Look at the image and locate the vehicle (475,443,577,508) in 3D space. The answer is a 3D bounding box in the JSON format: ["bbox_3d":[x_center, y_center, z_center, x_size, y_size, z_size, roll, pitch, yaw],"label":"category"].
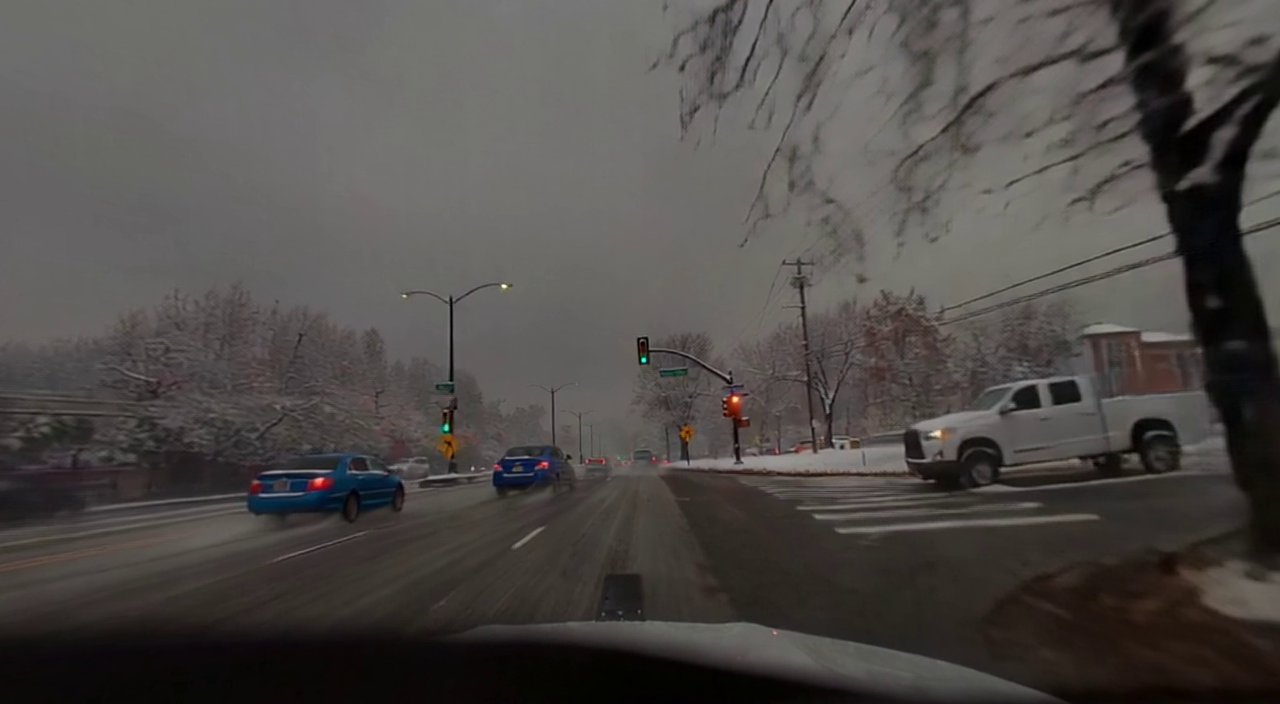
[{"bbox_3d":[-3.211,3.548,18.730,2.085,1.663,4.513,0,-8,1],"label":"vehicle"}]

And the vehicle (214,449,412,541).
[{"bbox_3d":[-6.717,2.918,13.596,1.932,1.596,4.247,0,-8,1],"label":"vehicle"}]

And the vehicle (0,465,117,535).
[{"bbox_3d":[-19.194,4.476,19.304,2.031,1.818,4.887,0,-8,0],"label":"vehicle"}]

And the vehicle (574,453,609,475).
[{"bbox_3d":[-3.513,8.195,46.242,2.068,1.482,4.490,0,-8,2],"label":"vehicle"}]

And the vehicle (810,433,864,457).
[{"bbox_3d":[15.032,7.162,48.272,1.826,1.474,4.254,-1,-11,-14],"label":"vehicle"}]

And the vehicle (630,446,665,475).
[{"bbox_3d":[0.427,7.006,40.872,2.144,1.704,4.028,0,-8,-1],"label":"vehicle"}]

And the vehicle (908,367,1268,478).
[{"bbox_3d":[9.959,1.671,14.444,6.464,2.280,2.483,1,-8,-4],"label":"vehicle"}]
